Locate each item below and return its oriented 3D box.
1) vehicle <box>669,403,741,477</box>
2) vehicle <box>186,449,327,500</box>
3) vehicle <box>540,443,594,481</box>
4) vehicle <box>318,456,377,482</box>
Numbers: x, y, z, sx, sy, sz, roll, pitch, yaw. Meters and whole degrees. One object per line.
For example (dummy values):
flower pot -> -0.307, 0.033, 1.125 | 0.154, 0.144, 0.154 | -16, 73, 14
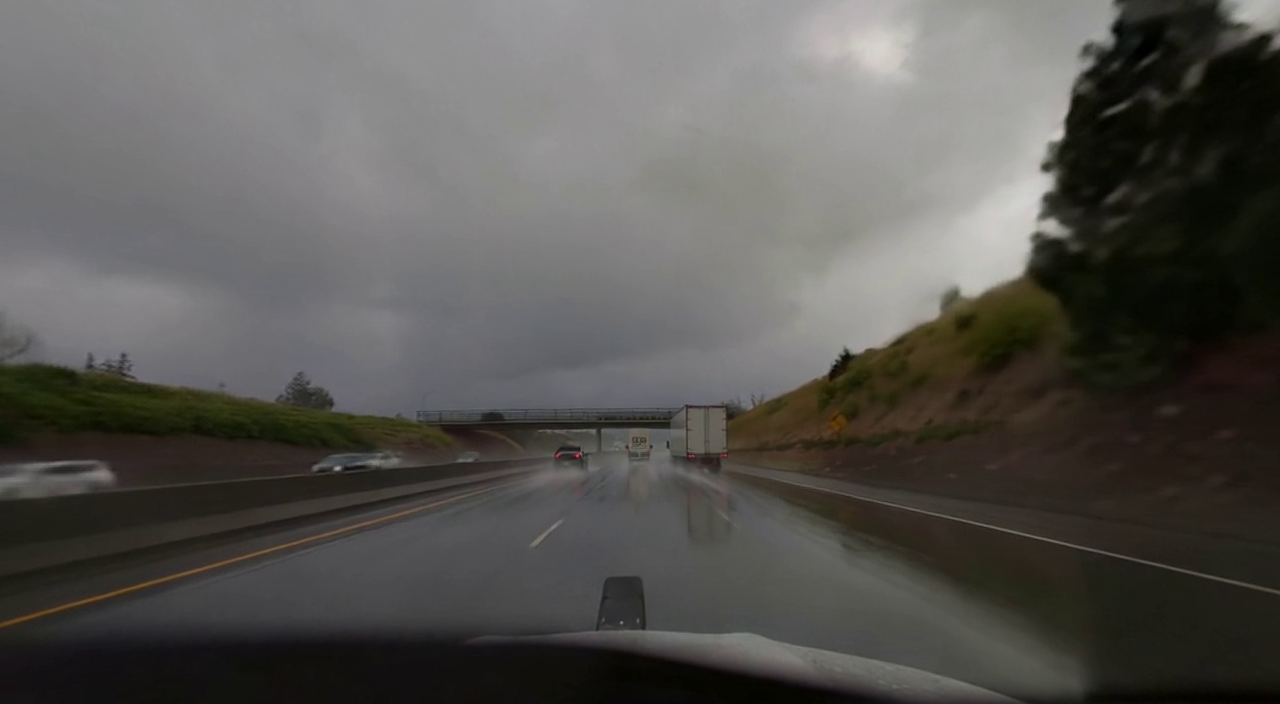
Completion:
vehicle -> 3.964, 6.114, 43.095 | 3.131, 4.037, 16.729 | 0, -9, 0
vehicle -> -12.005, 3.831, 20.114 | 1.857, 1.439, 4.139 | 0, -9, 0
vehicle -> -3.383, 5.203, 30.006 | 2.007, 1.647, 3.854 | 0, -9, 1
vehicle -> -19.142, 7.627, 41.455 | 1.859, 1.580, 4.117 | 0, -9, 0
